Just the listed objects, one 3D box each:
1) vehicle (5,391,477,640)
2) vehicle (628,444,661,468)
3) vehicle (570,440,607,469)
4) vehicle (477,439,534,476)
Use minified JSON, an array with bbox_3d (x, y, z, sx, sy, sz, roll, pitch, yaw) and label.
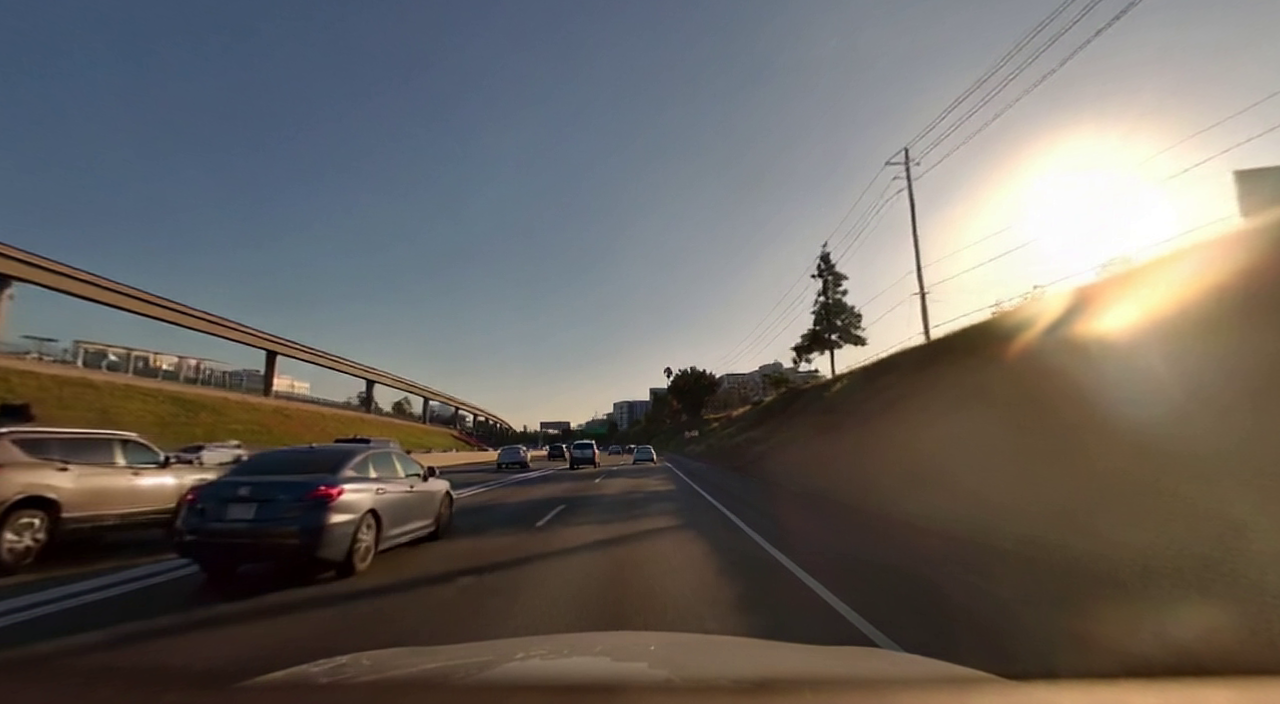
[{"bbox_3d":[-3.391,1.468,6.694,2.052,1.731,4.372,0,-8,1],"label":"vehicle"},{"bbox_3d":[0.271,6.887,41.920,2.074,1.465,3.977,0,-8,-2],"label":"vehicle"},{"bbox_3d":[-3.349,6.807,42.025,2.093,1.831,4.712,0,-8,0],"label":"vehicle"},{"bbox_3d":[-7.262,5.715,34.439,2.084,1.815,4.406,0,-8,1],"label":"vehicle"}]
